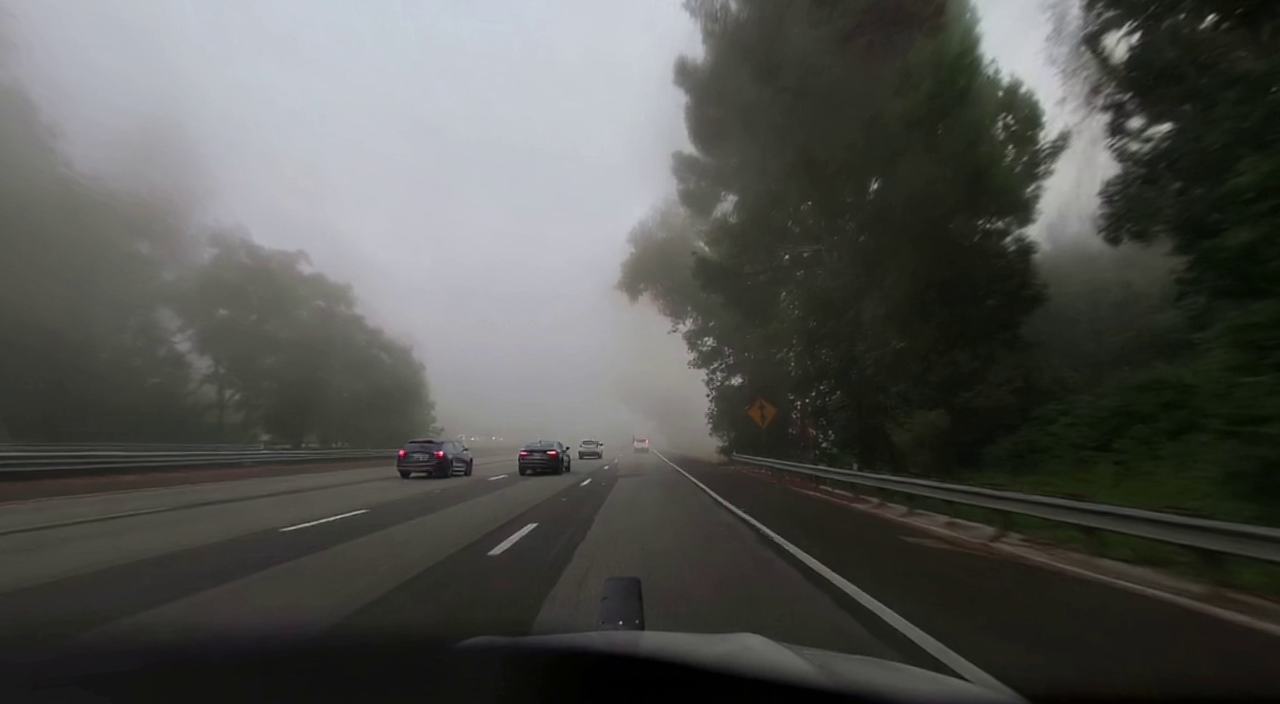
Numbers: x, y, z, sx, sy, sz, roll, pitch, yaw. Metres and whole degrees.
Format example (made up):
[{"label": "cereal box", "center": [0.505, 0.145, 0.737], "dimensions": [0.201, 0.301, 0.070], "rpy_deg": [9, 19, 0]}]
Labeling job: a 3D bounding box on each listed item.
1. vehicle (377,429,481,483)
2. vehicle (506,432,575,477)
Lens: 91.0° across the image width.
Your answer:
[{"label": "vehicle", "center": [-7.377, 3.698, 22.571], "dimensions": [2.108, 1.686, 4.556], "rpy_deg": [0, -9, 1]}, {"label": "vehicle", "center": [-4.003, 4.230, 26.067], "dimensions": [2.035, 1.673, 4.469], "rpy_deg": [0, -9, 1]}]
